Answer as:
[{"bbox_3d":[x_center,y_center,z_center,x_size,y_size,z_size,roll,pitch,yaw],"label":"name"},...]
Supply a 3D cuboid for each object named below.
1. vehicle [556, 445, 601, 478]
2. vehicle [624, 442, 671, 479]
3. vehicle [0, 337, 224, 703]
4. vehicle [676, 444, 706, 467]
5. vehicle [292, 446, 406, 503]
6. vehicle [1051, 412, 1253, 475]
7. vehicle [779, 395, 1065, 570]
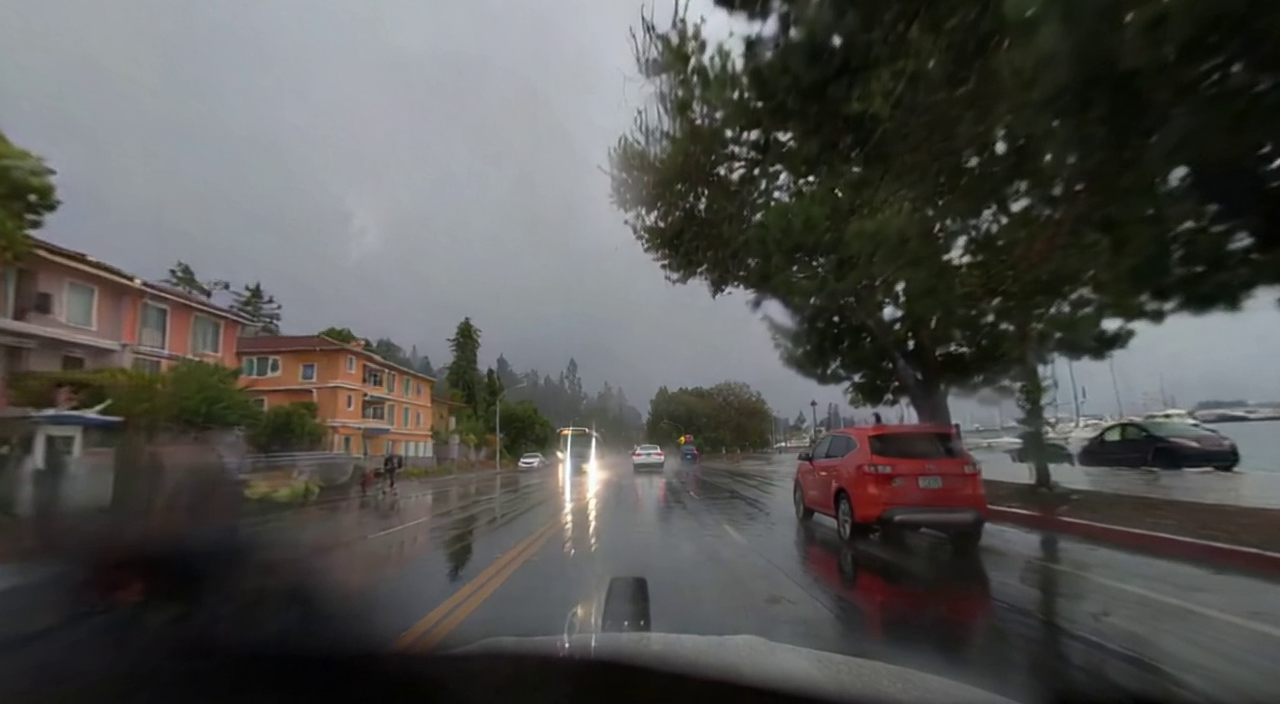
[{"bbox_3d":[-3.178,5.770,33.401,1.893,1.583,4.107,-1,-8,1],"label":"vehicle"},{"bbox_3d":[0.330,5.184,30.516,2.132,1.632,3.838,-1,-8,0],"label":"vehicle"},{"bbox_3d":[-3.125,0.659,0.875,2.125,1.701,4.310,-1,-8,0],"label":"vehicle"},{"bbox_3d":[3.809,7.799,47.823,1.876,1.626,3.851,-1,-8,-1],"label":"vehicle"},{"bbox_3d":[-10.748,4.512,23.780,2.107,1.868,4.690,-1,-8,-1],"label":"vehicle"},{"bbox_3d":[15.154,2.784,19.169,1.967,1.526,5.016,-4,-8,1],"label":"vehicle"},{"bbox_3d":[3.458,1.692,8.904,2.000,1.809,4.405,-1,-8,1],"label":"vehicle"}]
